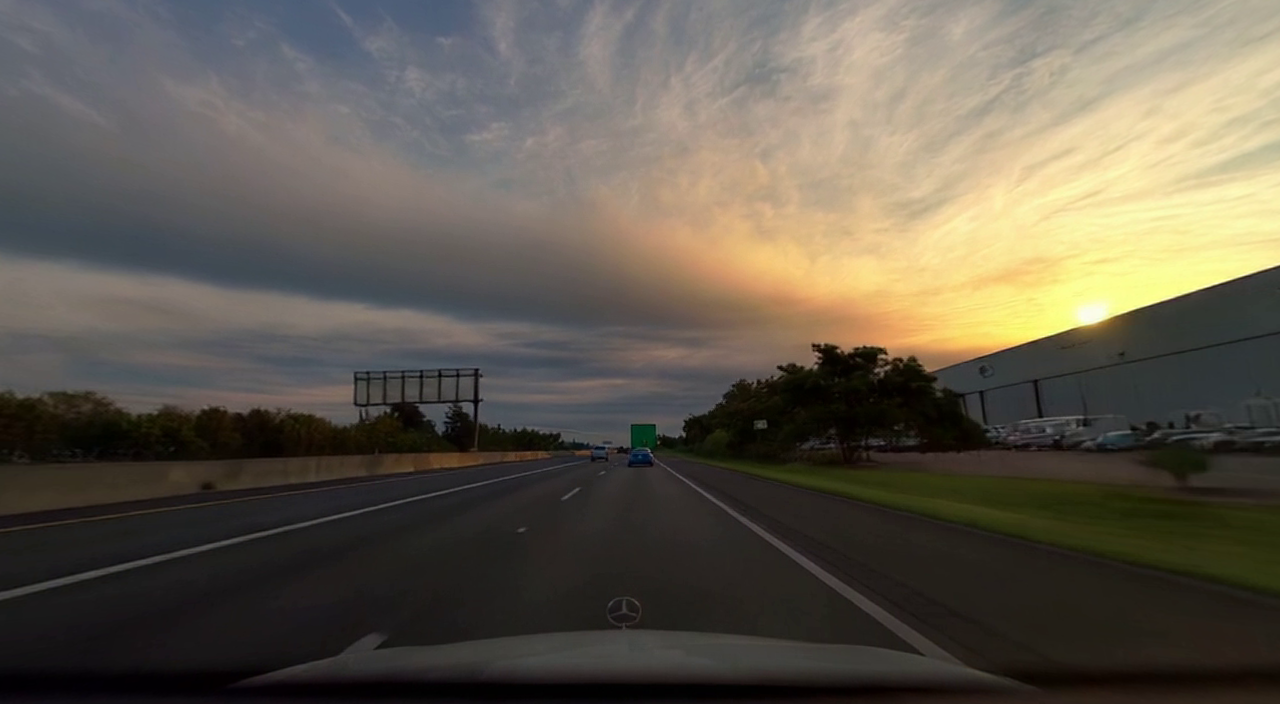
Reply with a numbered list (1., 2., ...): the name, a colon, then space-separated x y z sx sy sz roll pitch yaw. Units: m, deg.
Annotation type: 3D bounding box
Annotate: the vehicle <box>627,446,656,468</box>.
1. vehicle: 0.124 8.097 48.735 2.094 1.559 3.945 0 -9 0
